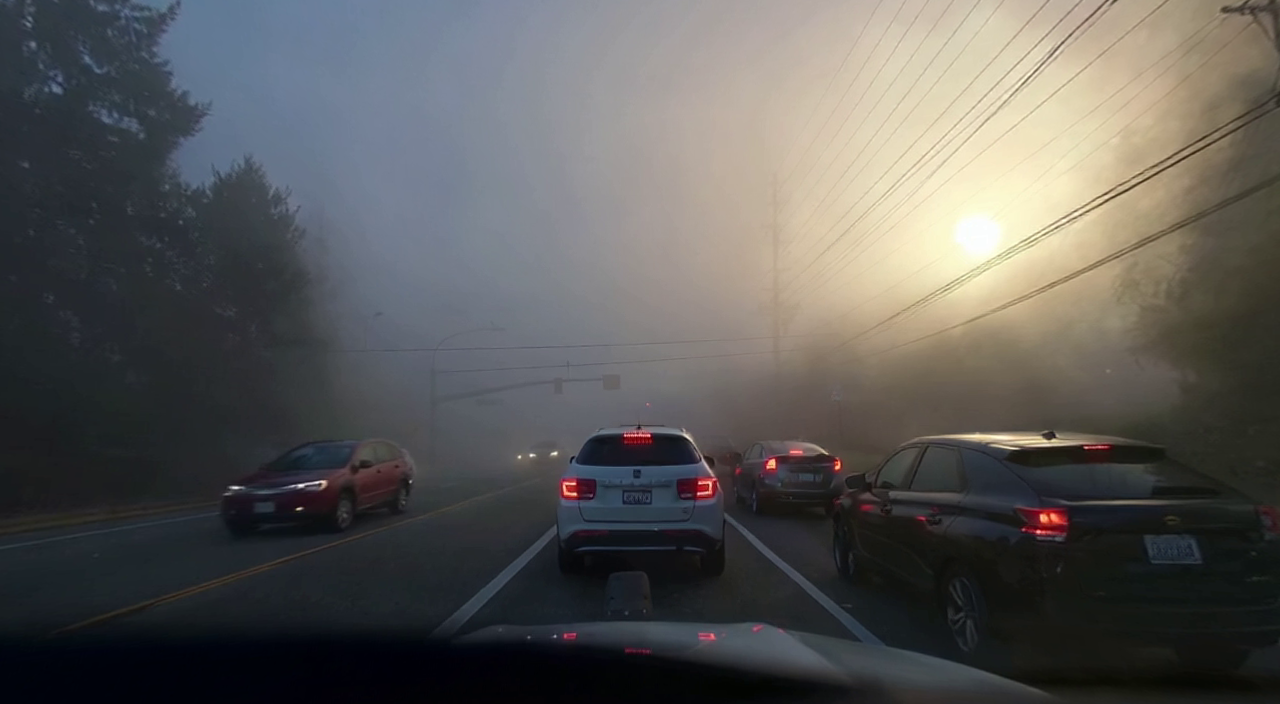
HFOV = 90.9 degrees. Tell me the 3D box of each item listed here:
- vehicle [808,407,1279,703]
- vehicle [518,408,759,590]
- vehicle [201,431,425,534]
[{"bbox_3d":[2.899,1.313,4.991,1.950,1.487,4.275,0,-8,0],"label":"vehicle"},{"bbox_3d":[0.002,1.656,7.907,2.200,1.653,4.127,0,-8,1],"label":"vehicle"},{"bbox_3d":[-6.363,2.563,13.064,2.225,1.713,4.514,0,-8,0],"label":"vehicle"}]
